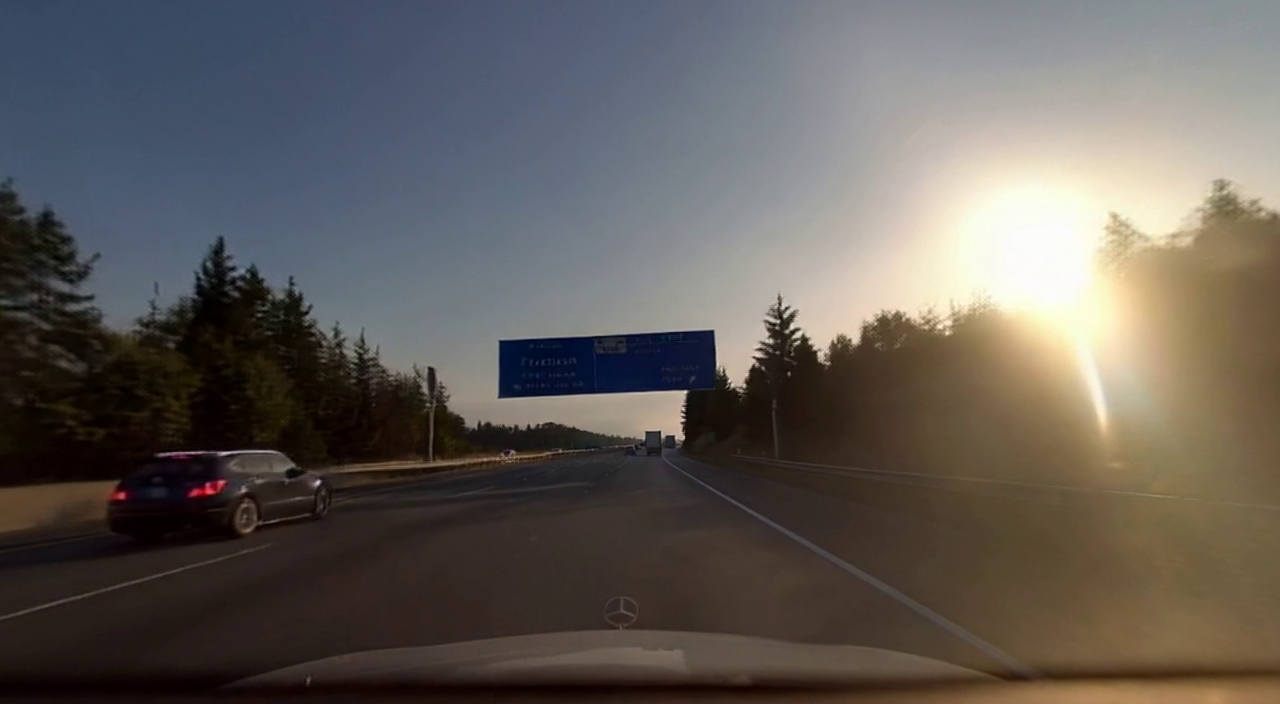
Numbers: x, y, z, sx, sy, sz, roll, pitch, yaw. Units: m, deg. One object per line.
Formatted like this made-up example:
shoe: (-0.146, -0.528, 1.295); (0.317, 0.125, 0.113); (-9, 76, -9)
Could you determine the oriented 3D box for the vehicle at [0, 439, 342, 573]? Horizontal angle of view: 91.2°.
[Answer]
vehicle: (-6.583, 2.133, 9.518); (1.956, 1.538, 4.318); (0, -9, 0)
